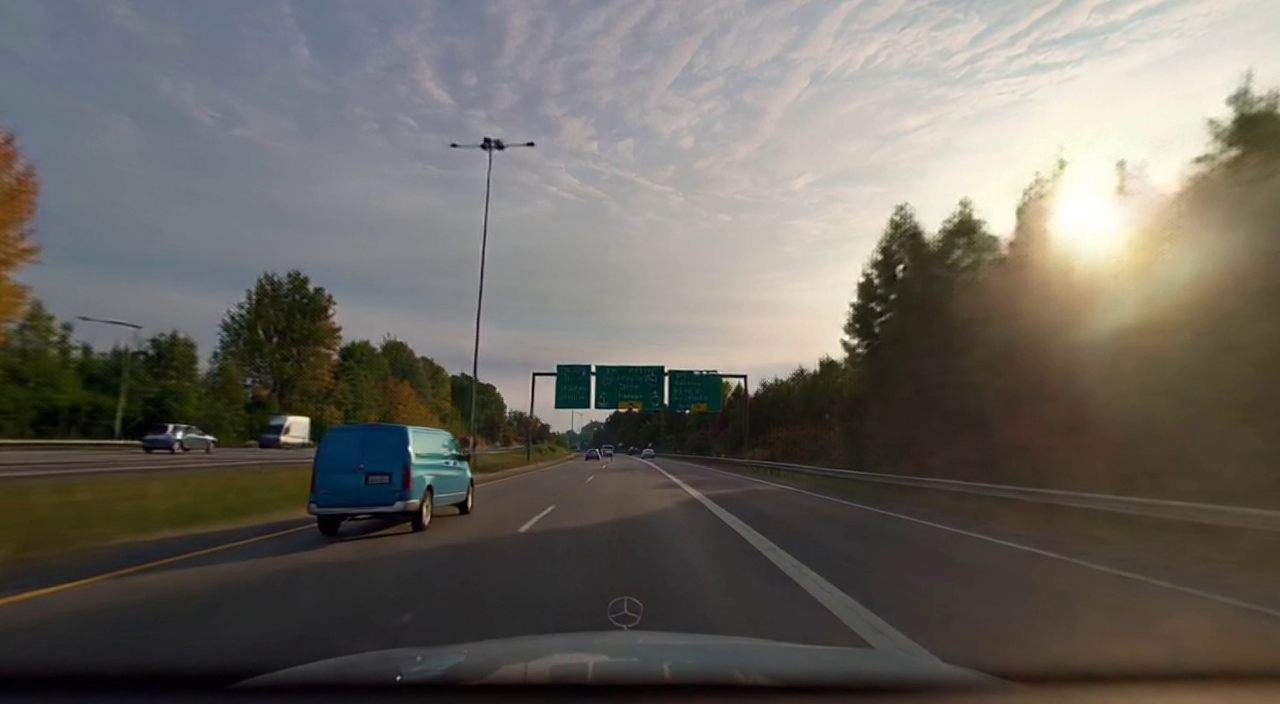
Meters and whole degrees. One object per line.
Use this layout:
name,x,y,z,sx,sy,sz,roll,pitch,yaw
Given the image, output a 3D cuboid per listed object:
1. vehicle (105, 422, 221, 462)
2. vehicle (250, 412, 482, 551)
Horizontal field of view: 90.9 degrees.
vehicle,-19.210,3.693,25.599,1.879,1.492,3.607,0,-9,0
vehicle,-4.116,2.026,10.449,1.971,1.795,4.389,0,-9,-2
